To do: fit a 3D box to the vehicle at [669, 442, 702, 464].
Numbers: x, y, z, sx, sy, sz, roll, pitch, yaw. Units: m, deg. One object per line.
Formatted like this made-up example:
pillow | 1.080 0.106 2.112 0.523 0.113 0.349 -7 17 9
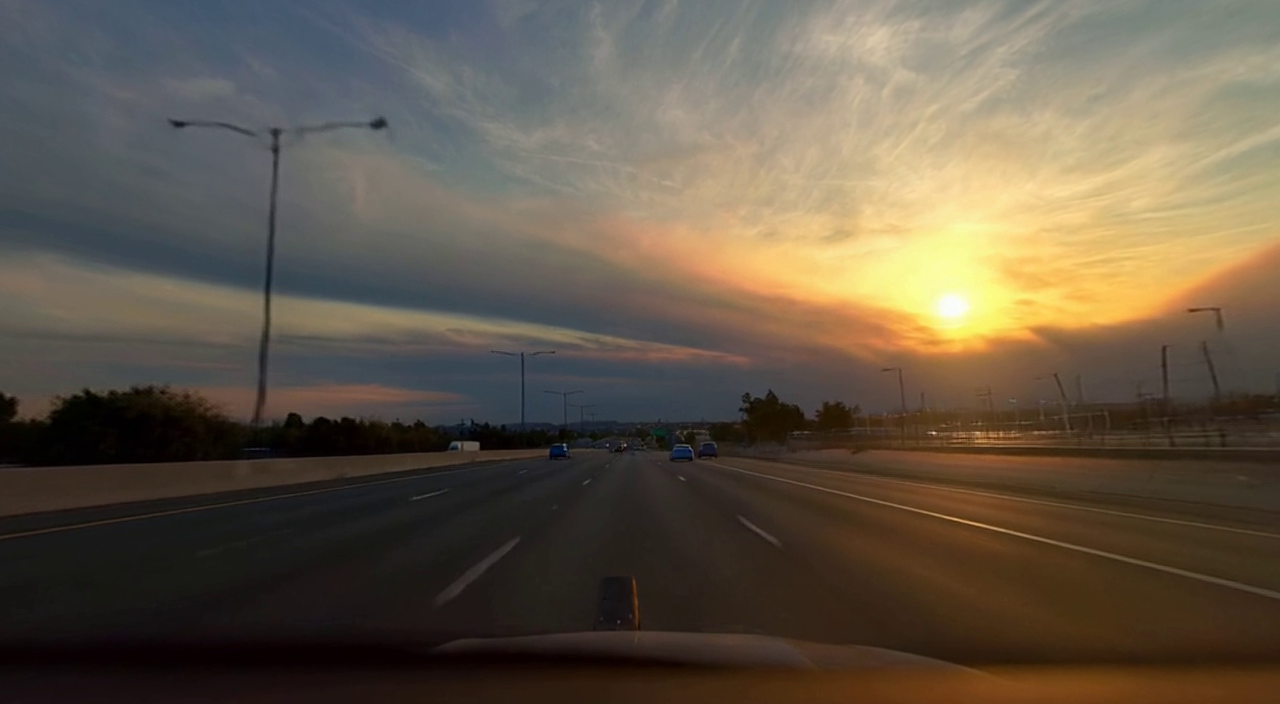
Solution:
vehicle | 3.281 7.351 46.187 2.000 1.533 3.770 0 -8 -1
